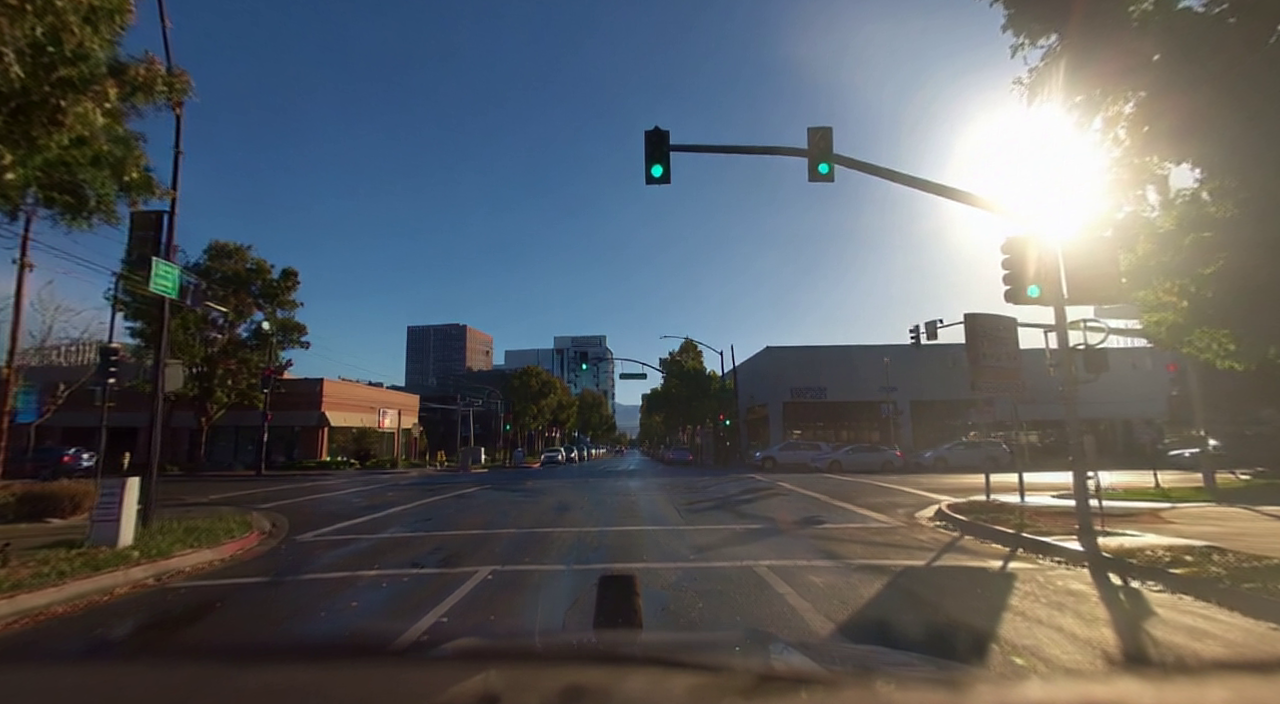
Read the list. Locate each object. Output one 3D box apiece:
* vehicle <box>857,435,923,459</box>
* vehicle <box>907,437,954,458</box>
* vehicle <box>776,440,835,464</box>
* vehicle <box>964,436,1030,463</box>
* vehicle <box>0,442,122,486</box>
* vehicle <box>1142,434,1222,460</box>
[{"bbox_3d":[16.924,6.435,42.357,4.522,1.546,1.941,6,-11,-35],"label":"vehicle"},{"bbox_3d":[21.822,7.201,47.225,1.923,1.463,3.758,-1,-9,3],"label":"vehicle"},{"bbox_3d":[11.107,6.700,41.932,1.955,1.508,4.295,-8,-12,42],"label":"vehicle"},{"bbox_3d":[20.944,5.702,36.883,1.851,1.388,3.475,0,-6,0],"label":"vehicle"},{"bbox_3d":[-22.833,4.256,23.911,4.362,1.593,1.936,-1,-9,2],"label":"vehicle"},{"bbox_3d":[31.456,5.528,36.476,1.612,1.402,3.320,-1,-8,0],"label":"vehicle"}]
